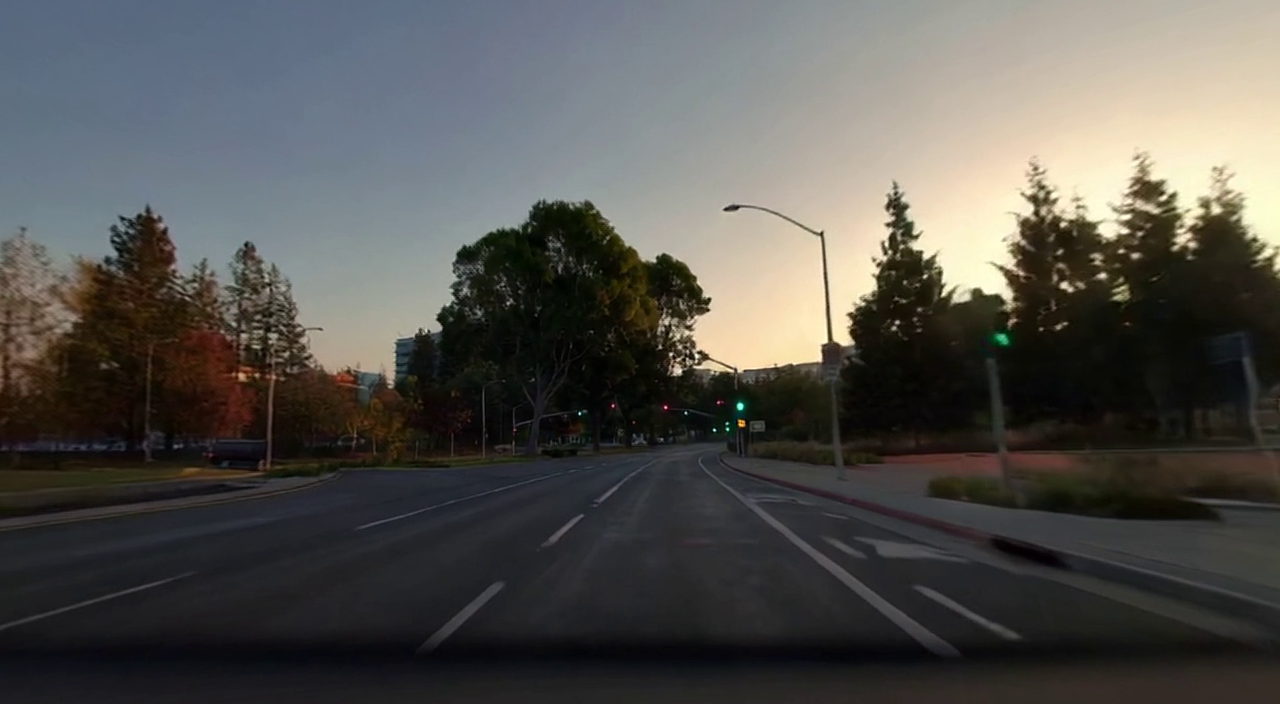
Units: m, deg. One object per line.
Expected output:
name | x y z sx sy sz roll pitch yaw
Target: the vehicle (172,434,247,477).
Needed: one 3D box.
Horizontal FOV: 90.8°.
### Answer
vehicle | -26.523 6.358 39.035 2.249 2.488 3.048 -3 -8 9
